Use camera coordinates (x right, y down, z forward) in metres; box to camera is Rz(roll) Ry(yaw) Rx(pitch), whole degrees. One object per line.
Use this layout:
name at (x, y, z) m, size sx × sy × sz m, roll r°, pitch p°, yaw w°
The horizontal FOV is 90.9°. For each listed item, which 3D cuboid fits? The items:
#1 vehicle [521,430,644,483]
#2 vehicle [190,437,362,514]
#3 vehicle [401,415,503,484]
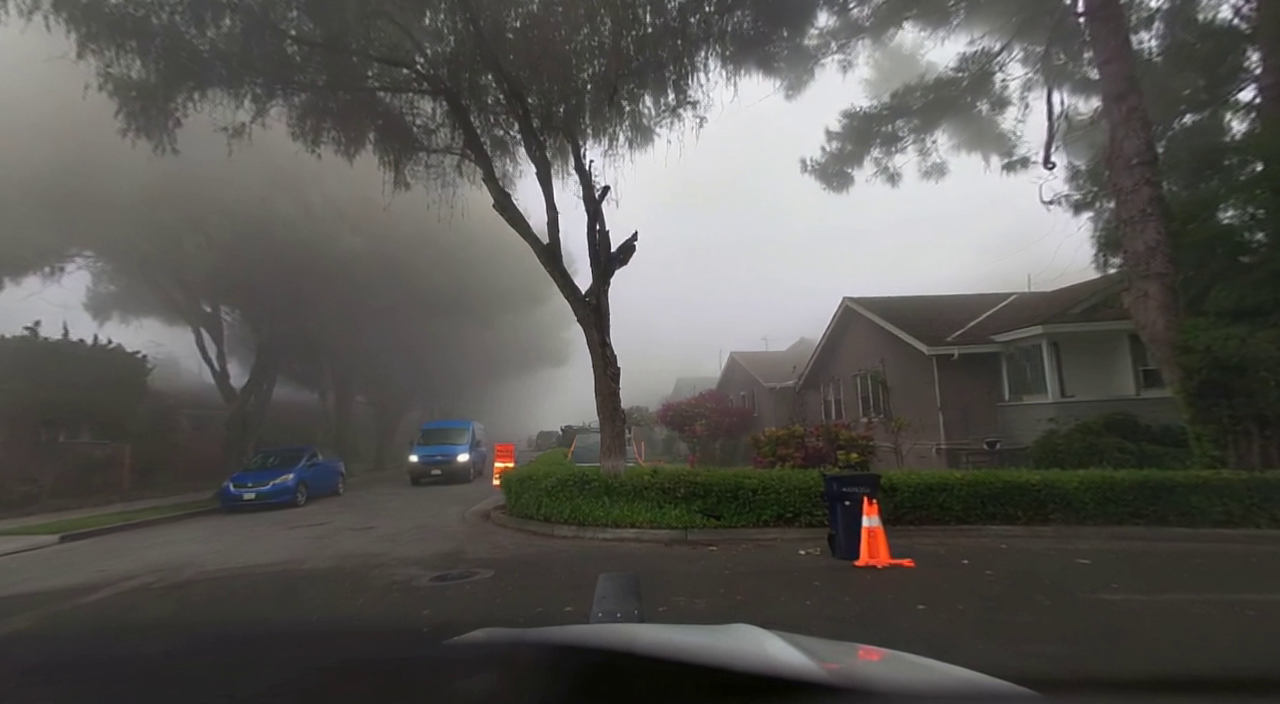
vehicle at (-1.638, 3.152, 19.435) m, size 1.827 × 1.436 × 4.070 m, roll -4°, pitch -9°, yaw 28°
vehicle at (-8.343, 2.802, 14.953) m, size 1.899 × 1.524 × 4.082 m, roll 1°, pitch -8°, yaw -5°
vehicle at (-6.002, 3.150, 20.788) m, size 2.219 × 1.984 × 4.712 m, roll 1°, pitch -8°, yaw -4°
